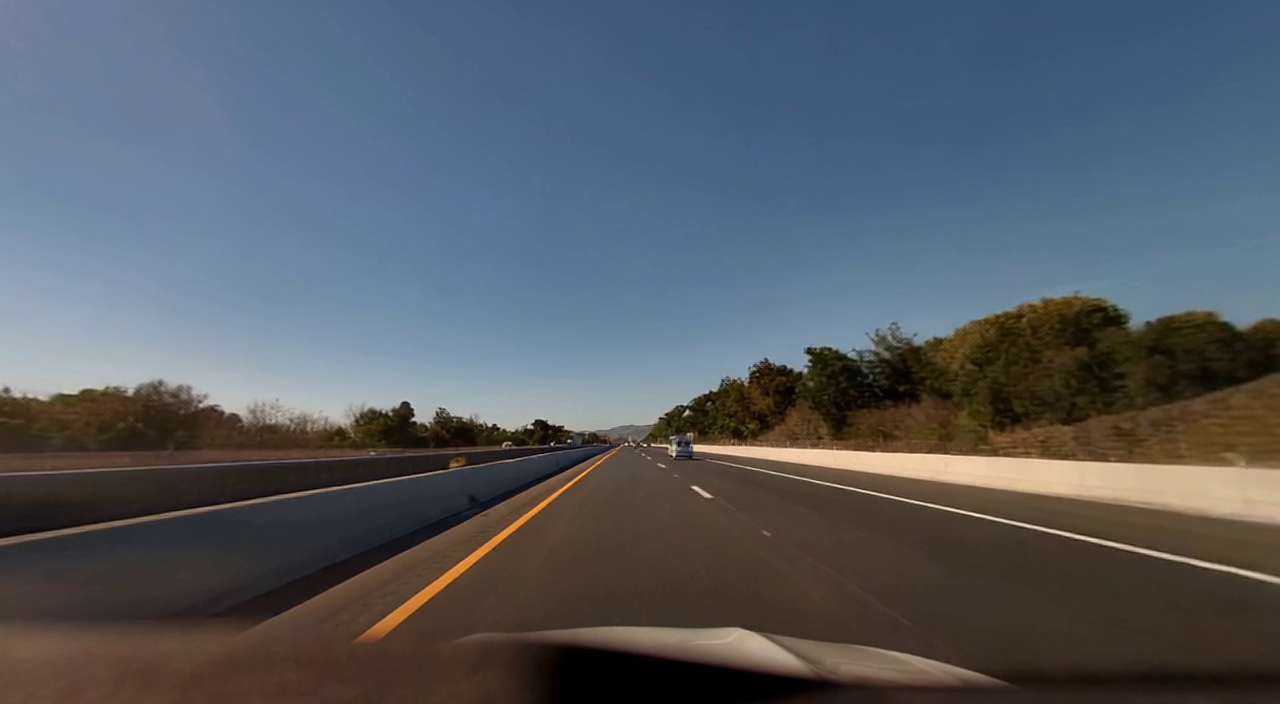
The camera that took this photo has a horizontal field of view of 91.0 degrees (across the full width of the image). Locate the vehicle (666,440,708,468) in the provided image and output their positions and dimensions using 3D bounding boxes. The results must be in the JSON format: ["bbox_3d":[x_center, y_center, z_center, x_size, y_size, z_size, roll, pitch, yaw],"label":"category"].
[{"bbox_3d":[2.574,5.704,35.480,2.005,1.466,3.739,0,-8,-1],"label":"vehicle"}]
